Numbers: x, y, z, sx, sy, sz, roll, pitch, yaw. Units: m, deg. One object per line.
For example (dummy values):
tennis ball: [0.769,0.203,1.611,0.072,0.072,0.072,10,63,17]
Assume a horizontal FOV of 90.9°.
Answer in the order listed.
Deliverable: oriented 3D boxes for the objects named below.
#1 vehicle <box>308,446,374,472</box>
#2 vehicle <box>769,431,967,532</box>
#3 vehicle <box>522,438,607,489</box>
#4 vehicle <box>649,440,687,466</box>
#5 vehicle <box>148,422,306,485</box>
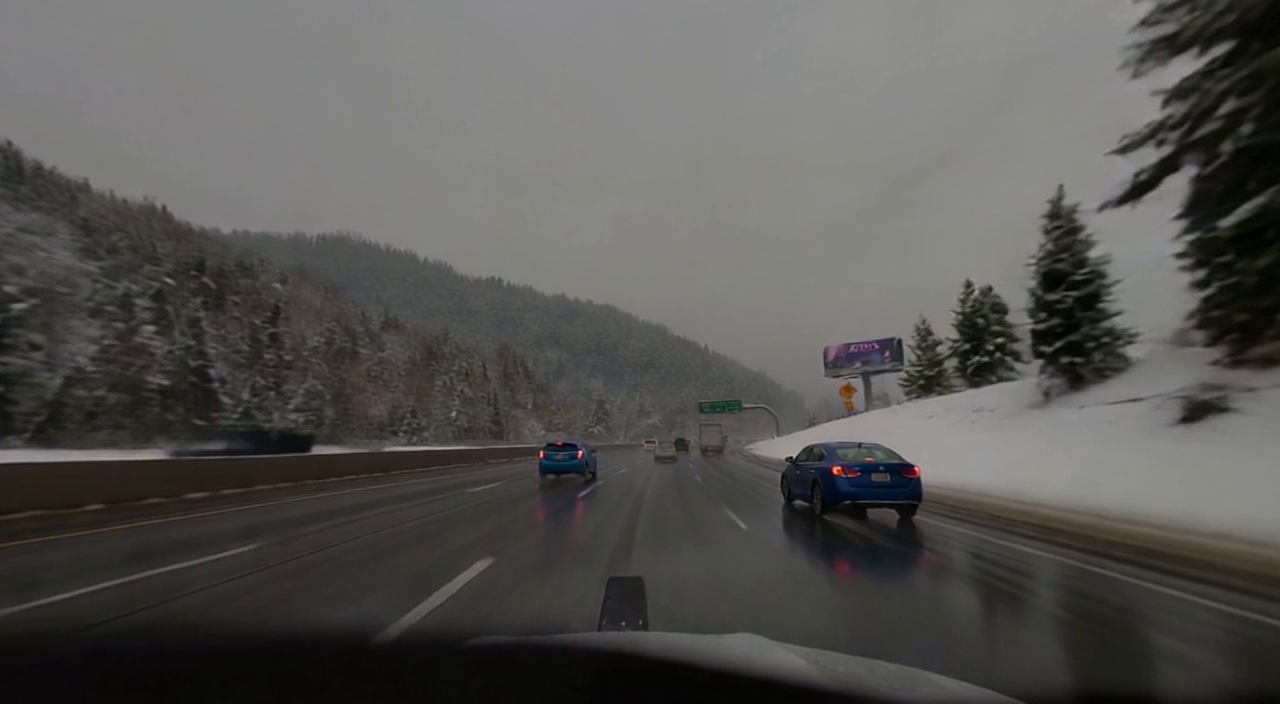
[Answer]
vehicle: [-18.366,6.561,38.922,1.788,1.449,4.083,-1,-8,5]
vehicle: [3.841,2.245,11.586,2.013,1.464,4.317,0,-8,0]
vehicle: [-2.361,3.659,21.080,2.031,1.491,4.792,-1,-8,3]
vehicle: [1.717,6.104,38.357,2.202,1.467,3.929,-1,-8,3]
vehicle: [-16.681,4.140,26.027,2.292,2.293,5.894,-1,-8,2]
